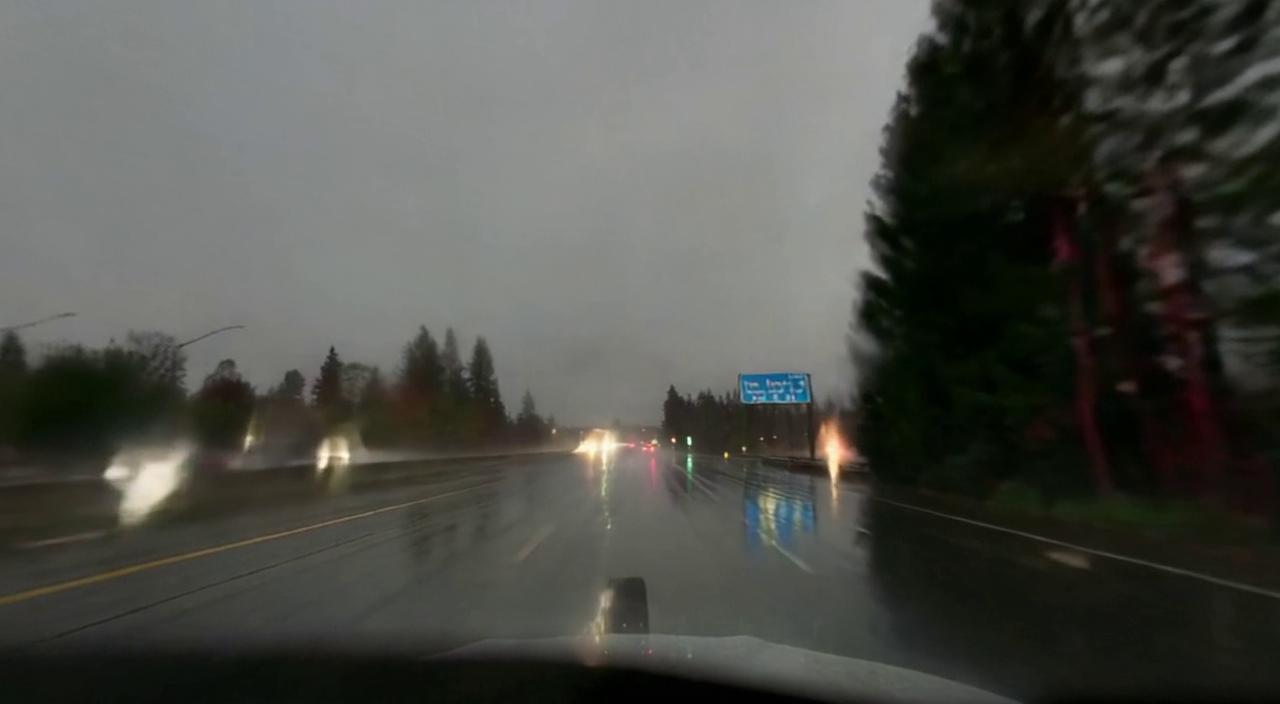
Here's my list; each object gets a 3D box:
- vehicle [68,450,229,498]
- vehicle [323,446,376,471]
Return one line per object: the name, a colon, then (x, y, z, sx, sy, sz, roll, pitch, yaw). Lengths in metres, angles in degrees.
vehicle: (-16.880, 4.187, 22.036, 1.911, 1.446, 4.547, 0, -8, 1)
vehicle: (-21.141, 7.742, 46.047, 1.934, 1.750, 3.974, 0, -8, 0)
